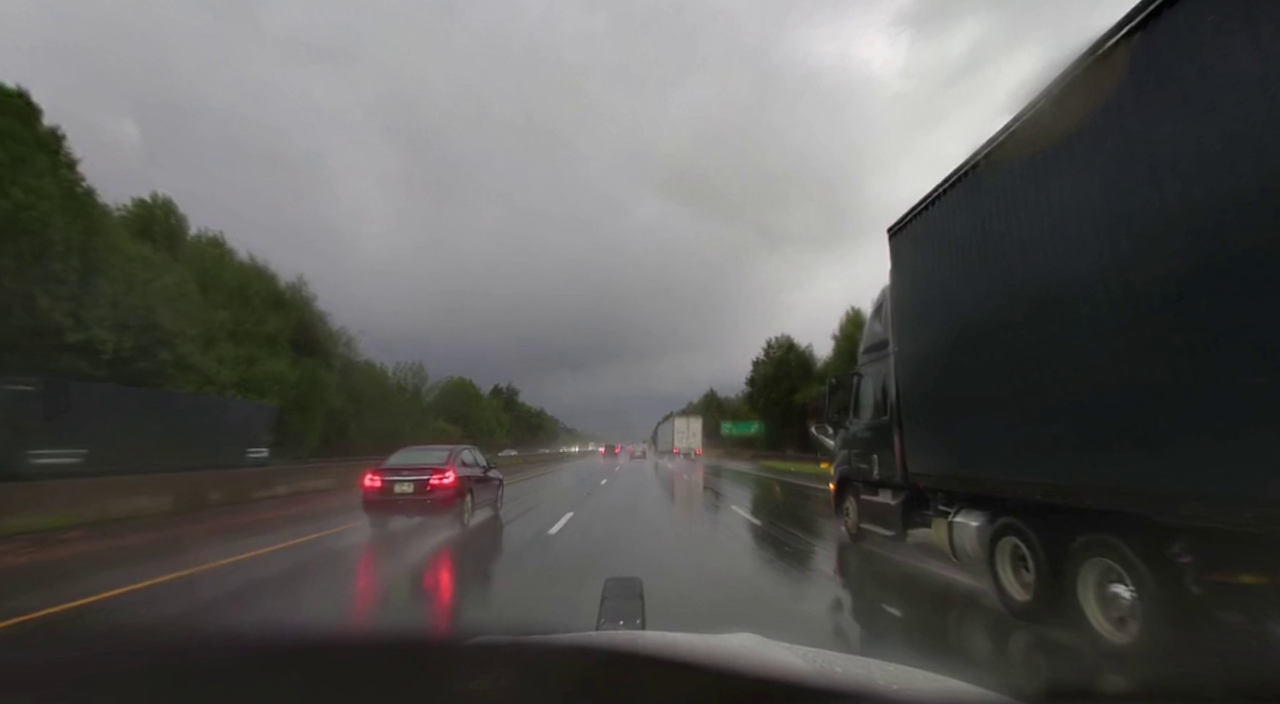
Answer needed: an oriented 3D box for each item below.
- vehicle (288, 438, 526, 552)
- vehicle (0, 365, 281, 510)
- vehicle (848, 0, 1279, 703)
[{"bbox_3d":[-3.420,2.209,10.465,2.121,1.445,4.651,0,-9,1],"label":"vehicle"},{"bbox_3d":[-18.975,3.278,23.148,2.938,3.947,14.434,0,-9,1],"label":"vehicle"},{"bbox_3d":[4.353,0.215,5.607,2.947,3.957,5.916,0,-9,1],"label":"vehicle"}]
